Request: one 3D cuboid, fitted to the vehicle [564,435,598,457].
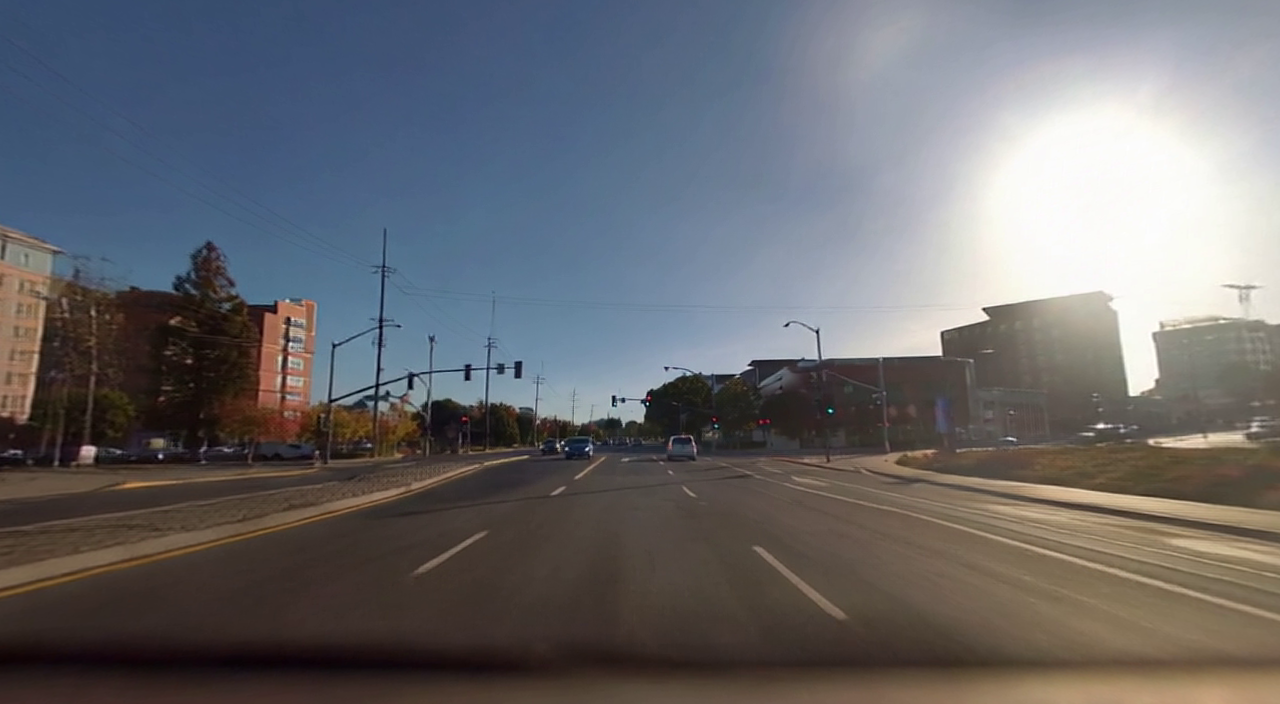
[{"bbox_3d":[-4.220,6.846,45.921,1.973,1.526,4.533,0,-8,0],"label":"vehicle"}]

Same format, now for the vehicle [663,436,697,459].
[{"bbox_3d":[2.813,6.842,45.495,2.130,1.524,4.722,0,-8,0],"label":"vehicle"}]
